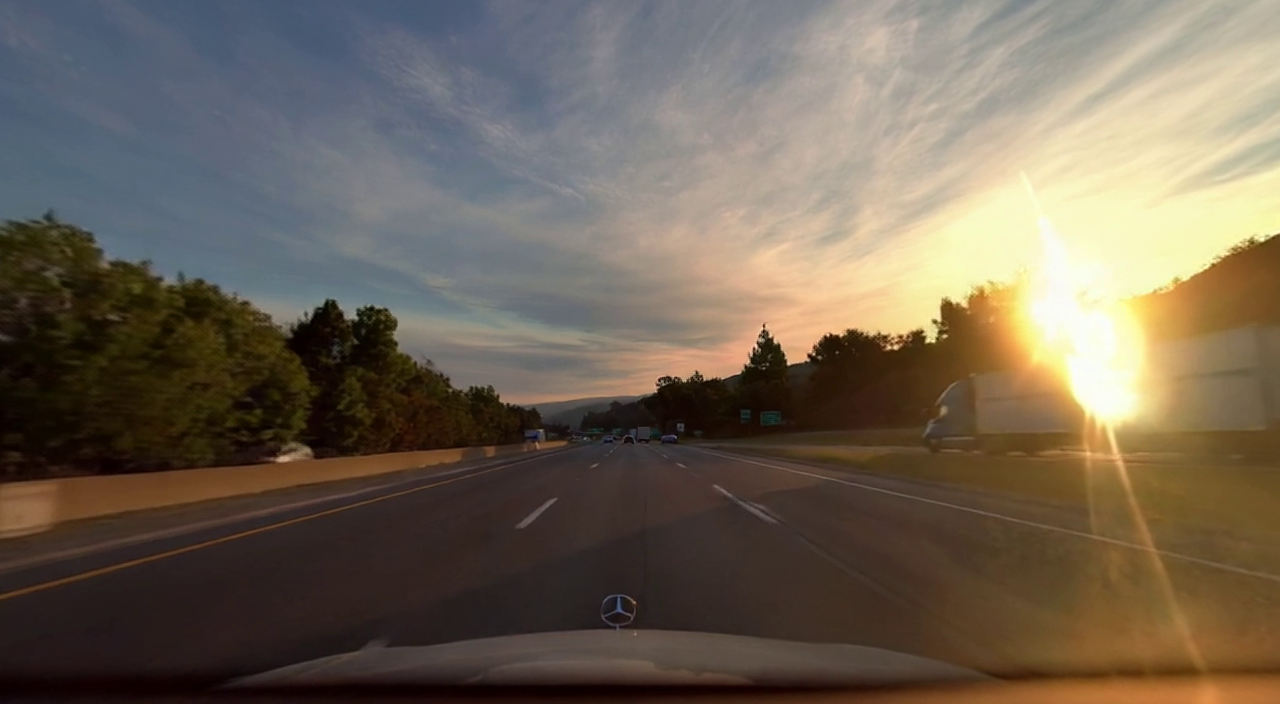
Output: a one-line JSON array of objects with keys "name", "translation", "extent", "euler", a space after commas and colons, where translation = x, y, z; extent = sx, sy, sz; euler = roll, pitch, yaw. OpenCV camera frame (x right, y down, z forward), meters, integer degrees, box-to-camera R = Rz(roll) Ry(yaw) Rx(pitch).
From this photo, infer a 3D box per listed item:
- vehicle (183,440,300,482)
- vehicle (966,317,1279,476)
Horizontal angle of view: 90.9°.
[{"name": "vehicle", "translation": [-16.479, 4.486, 26.399], "extent": [1.892, 1.558, 4.629], "euler": [0, -8, -1]}, {"name": "vehicle", "translation": [18.124, 2.038, 23.318], "extent": [3.442, 4.212, 13.752], "euler": [1, -8, -6]}]
